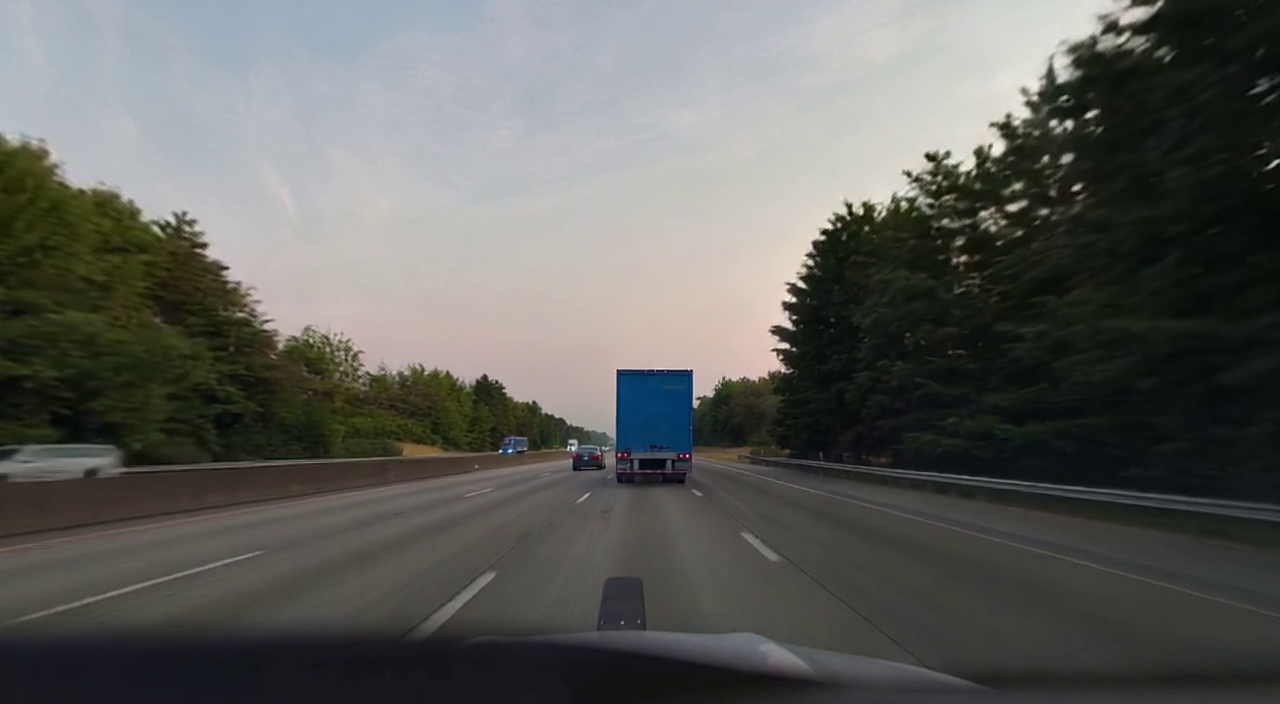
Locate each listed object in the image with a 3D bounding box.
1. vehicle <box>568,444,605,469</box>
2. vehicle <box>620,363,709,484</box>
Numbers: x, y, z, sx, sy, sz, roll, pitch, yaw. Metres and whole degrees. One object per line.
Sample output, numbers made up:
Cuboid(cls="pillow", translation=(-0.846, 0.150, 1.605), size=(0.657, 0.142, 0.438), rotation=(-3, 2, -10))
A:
Cuboid(cls="vehicle", translation=(-3.286, 6.514, 39.480), size=(1.985, 1.482, 3.923), rotation=(0, -9, 0))
Cuboid(cls="vehicle", translation=(0.770, 3.075, 25.795), size=(2.898, 3.973, 10.063), rotation=(0, -9, 0))
